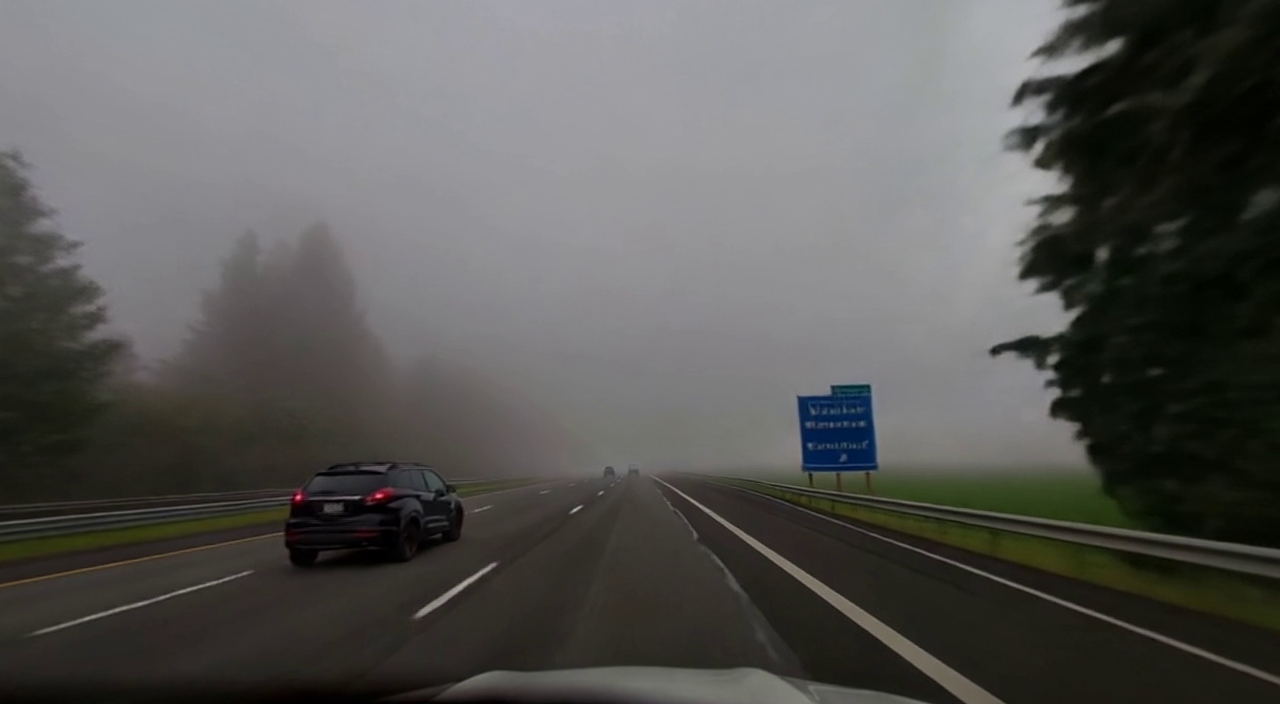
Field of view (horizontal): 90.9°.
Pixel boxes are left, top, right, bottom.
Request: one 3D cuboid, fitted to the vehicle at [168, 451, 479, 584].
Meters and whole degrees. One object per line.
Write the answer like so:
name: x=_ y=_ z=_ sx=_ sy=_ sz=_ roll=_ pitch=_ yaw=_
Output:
vehicle: x=-4.119 y=2.271 z=9.389 sx=2.183 sy=1.435 sz=4.653 roll=1 pitch=-10 yaw=0
